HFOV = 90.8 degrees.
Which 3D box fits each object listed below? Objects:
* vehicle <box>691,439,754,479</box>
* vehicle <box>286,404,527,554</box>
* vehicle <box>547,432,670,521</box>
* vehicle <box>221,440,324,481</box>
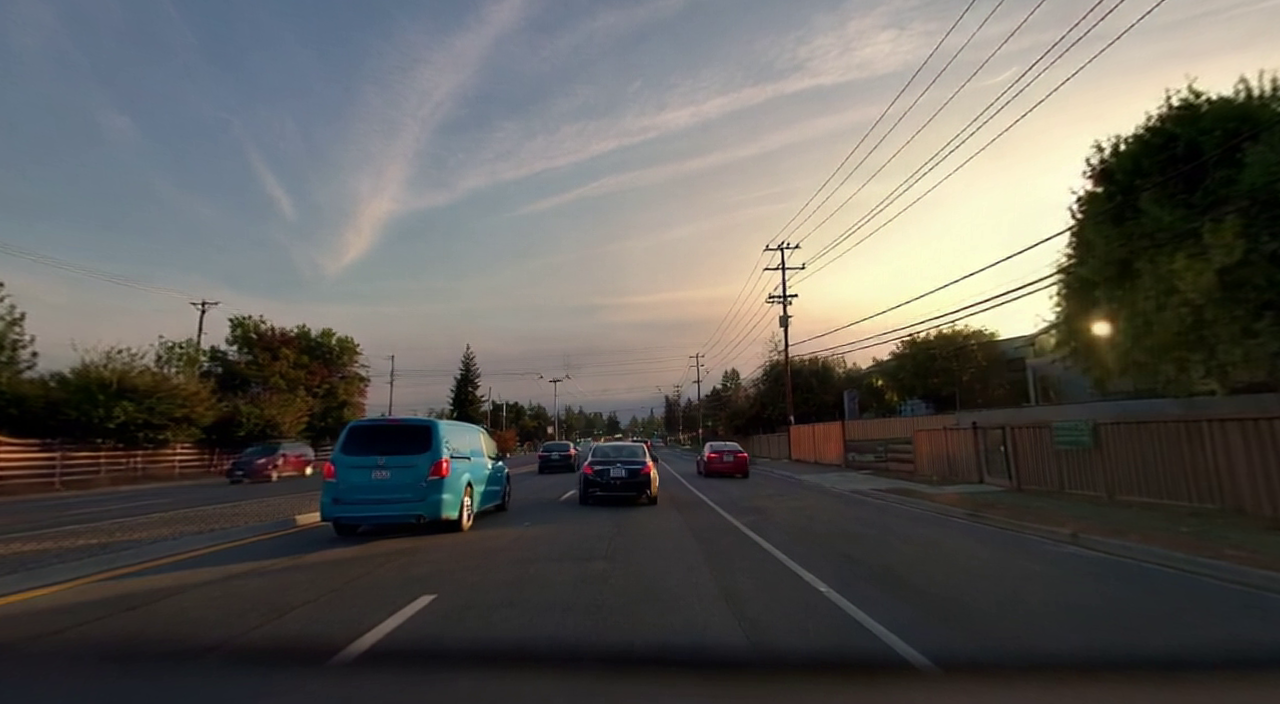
[{"bbox_3d":[3.249,4.321,25.802,1.878,1.479,4.461,0,-9,-1],"label":"vehicle"},{"bbox_3d":[-3.321,1.925,10.259,2.092,1.839,4.736,0,-9,0],"label":"vehicle"},{"bbox_3d":[-0.547,2.427,12.776,2.097,1.511,3.809,0,-9,0],"label":"vehicle"},{"bbox_3d":[-17.208,5.085,29.897,2.029,1.790,4.668,0,-9,0],"label":"vehicle"}]
